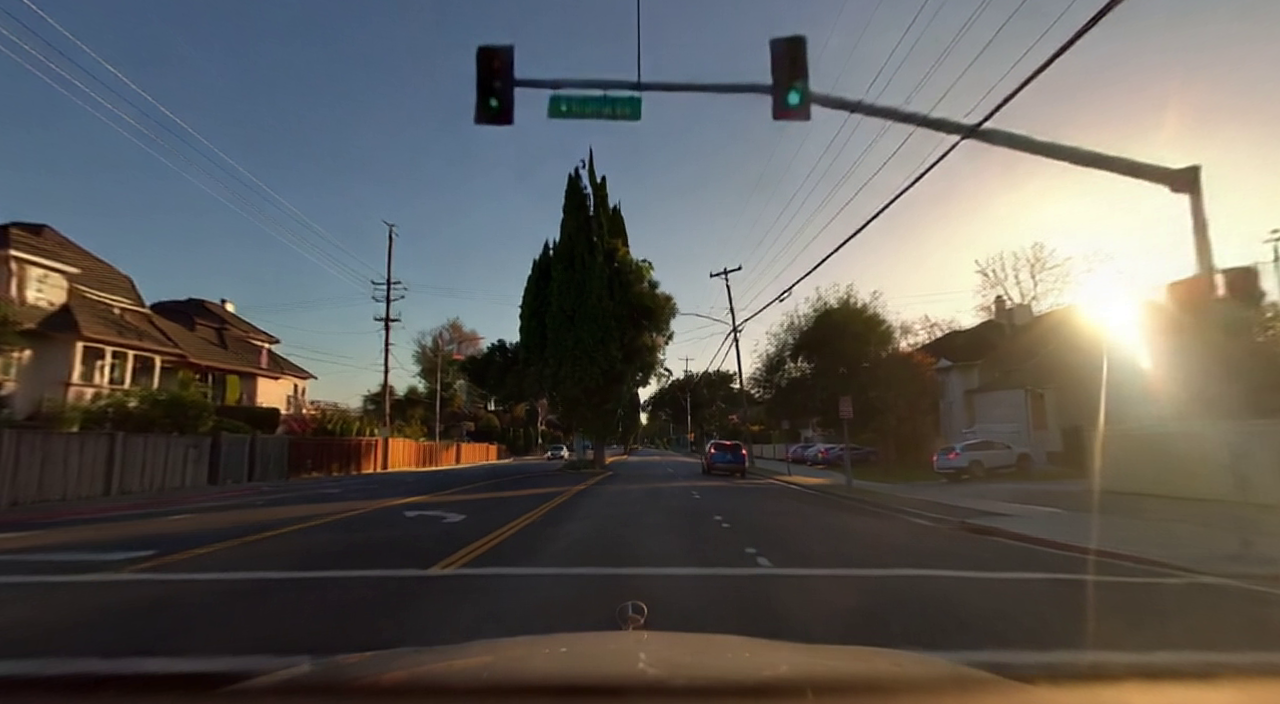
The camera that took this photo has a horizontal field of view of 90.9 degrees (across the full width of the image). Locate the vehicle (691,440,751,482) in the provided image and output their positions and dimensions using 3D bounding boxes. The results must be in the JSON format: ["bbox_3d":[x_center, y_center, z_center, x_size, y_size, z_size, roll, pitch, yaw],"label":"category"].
[{"bbox_3d":[3.762,5.174,30.186,2.144,1.843,4.827,0,-9,-1],"label":"vehicle"}]

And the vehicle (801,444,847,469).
[{"bbox_3d":[12.469,7.106,43.024,1.970,1.561,4.725,-1,-9,3],"label":"vehicle"}]

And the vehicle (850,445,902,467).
[{"bbox_3d":[16.185,7.146,43.532,1.747,1.405,4.372,0,-9,-2],"label":"vehicle"}]

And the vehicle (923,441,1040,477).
[{"bbox_3d":[15.411,4.826,28.616,4.135,1.558,1.929,0,-8,2],"label":"vehicle"}]
